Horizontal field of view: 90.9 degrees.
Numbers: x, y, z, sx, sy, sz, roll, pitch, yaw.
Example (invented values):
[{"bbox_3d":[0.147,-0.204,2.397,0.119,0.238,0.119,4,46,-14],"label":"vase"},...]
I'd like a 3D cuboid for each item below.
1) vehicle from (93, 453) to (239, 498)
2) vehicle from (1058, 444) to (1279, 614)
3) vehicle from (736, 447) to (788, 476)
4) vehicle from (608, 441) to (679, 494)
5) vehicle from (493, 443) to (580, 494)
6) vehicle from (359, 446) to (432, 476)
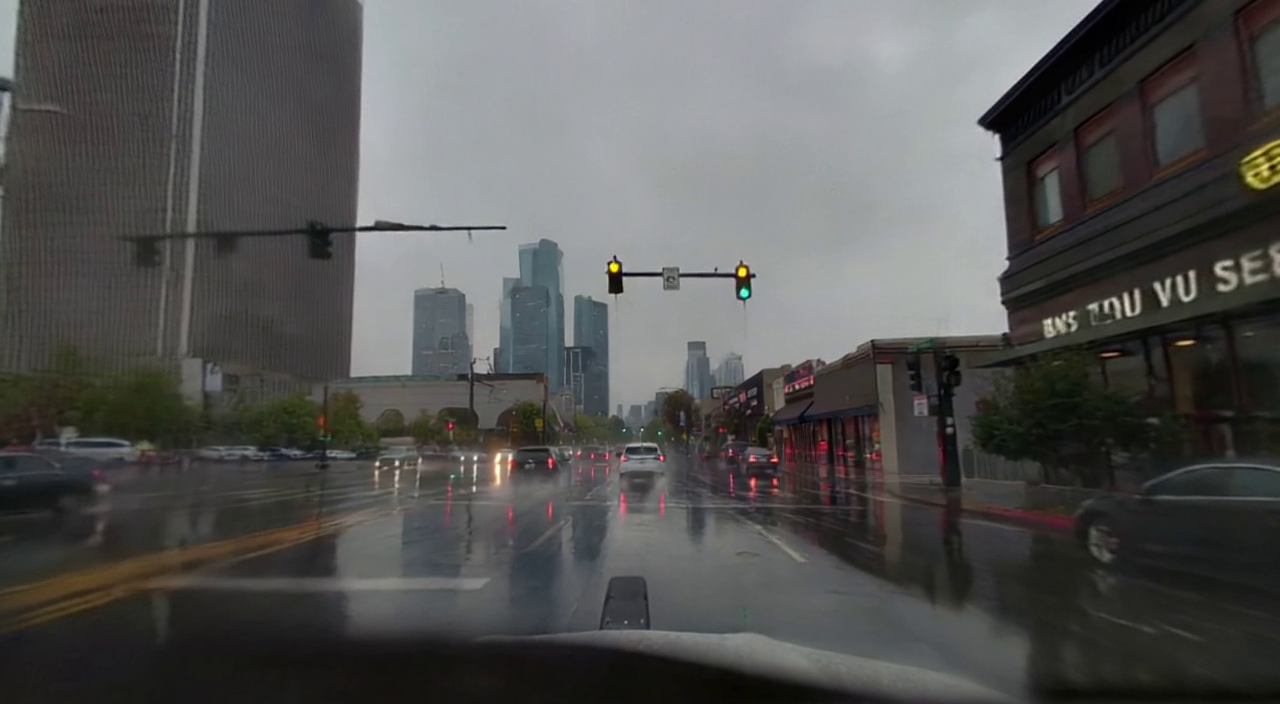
[{"bbox_3d":[-18.023,4.621,23.953,5.163,1.510,2.174,-4,-9,26],"label":"vehicle"},{"bbox_3d":[6.470,1.597,5.911,1.899,1.453,4.610,0,-8,0],"label":"vehicle"},{"bbox_3d":[6.688,6.040,34.992,1.944,1.462,4.406,0,-8,0],"label":"vehicle"},{"bbox_3d":[0.115,3.638,20.243,2.037,1.484,4.073,0,-8,1],"label":"vehicle"},{"bbox_3d":[-3.236,3.722,20.553,1.950,1.450,4.257,-1,-8,2],"label":"vehicle"},{"bbox_3d":[-14.893,6.630,38.715,2.161,1.704,4.554,-1,-9,8],"label":"vehicle"}]
